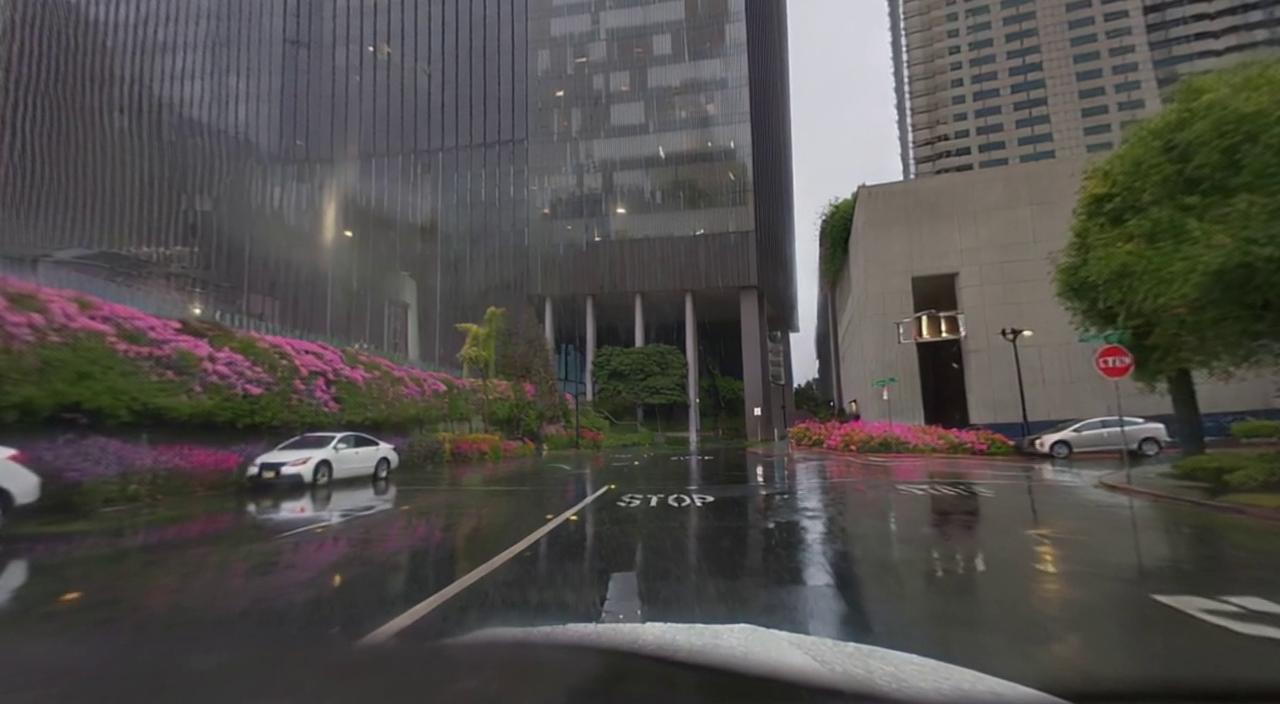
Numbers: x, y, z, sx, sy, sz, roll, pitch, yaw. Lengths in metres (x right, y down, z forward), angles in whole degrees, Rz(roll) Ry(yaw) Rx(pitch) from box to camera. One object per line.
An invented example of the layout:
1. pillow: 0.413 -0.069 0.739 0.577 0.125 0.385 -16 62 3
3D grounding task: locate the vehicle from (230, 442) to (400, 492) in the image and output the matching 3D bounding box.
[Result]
1. vehicle: -10.650 3.732 20.881 4.694 1.447 2.137 5 -10 -30
